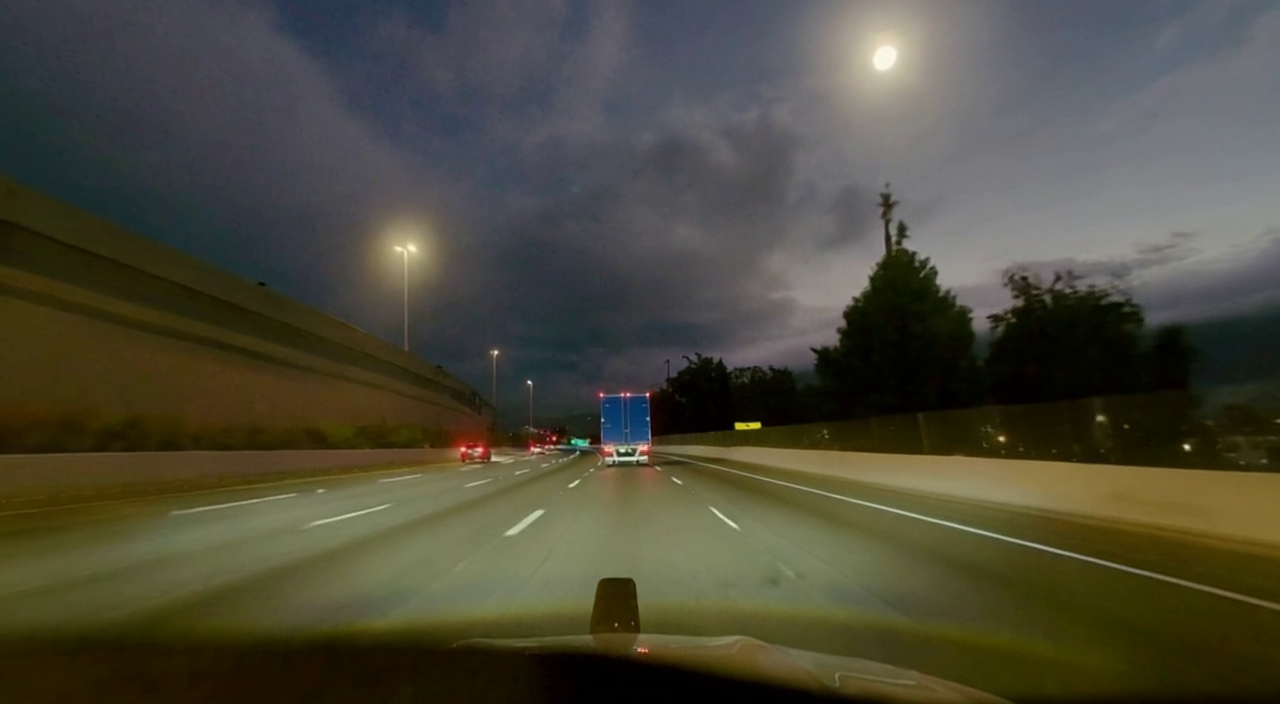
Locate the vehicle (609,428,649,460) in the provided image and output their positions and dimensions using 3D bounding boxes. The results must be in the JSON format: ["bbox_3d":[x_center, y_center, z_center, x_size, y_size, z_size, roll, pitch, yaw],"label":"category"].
[{"bbox_3d":[-0.651,5.095,34.902,2.052,1.666,4.358,0,-8,-3],"label":"vehicle"}]

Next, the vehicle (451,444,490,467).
[{"bbox_3d":[-12.807,7.833,47.992,1.919,1.625,4.183,0,-8,-2],"label":"vehicle"}]

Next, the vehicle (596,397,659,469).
[{"bbox_3d":[-0.941,5.057,38.121,3.233,3.678,11.032,0,-9,-3],"label":"vehicle"}]
